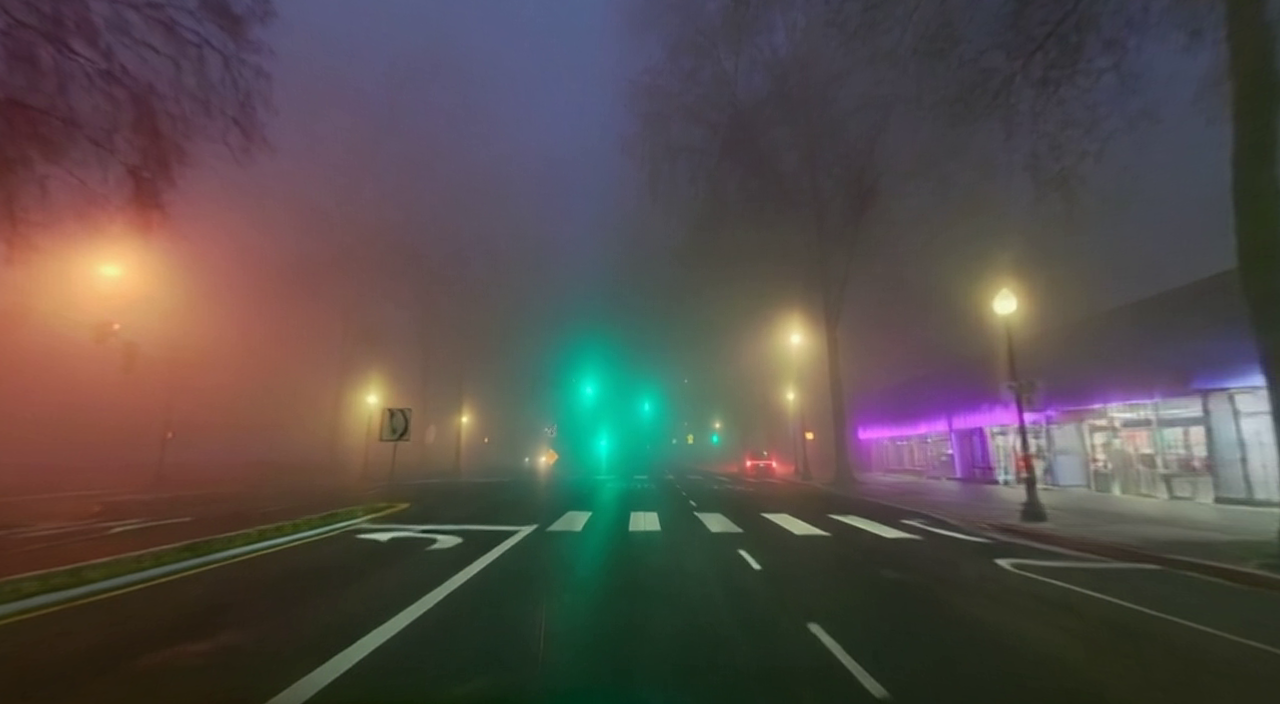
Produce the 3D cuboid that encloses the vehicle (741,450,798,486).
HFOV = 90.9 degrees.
[{"bbox_3d":[6.267,5.651,30.979,1.906,1.523,4.336,2,-9,0],"label":"vehicle"}]
